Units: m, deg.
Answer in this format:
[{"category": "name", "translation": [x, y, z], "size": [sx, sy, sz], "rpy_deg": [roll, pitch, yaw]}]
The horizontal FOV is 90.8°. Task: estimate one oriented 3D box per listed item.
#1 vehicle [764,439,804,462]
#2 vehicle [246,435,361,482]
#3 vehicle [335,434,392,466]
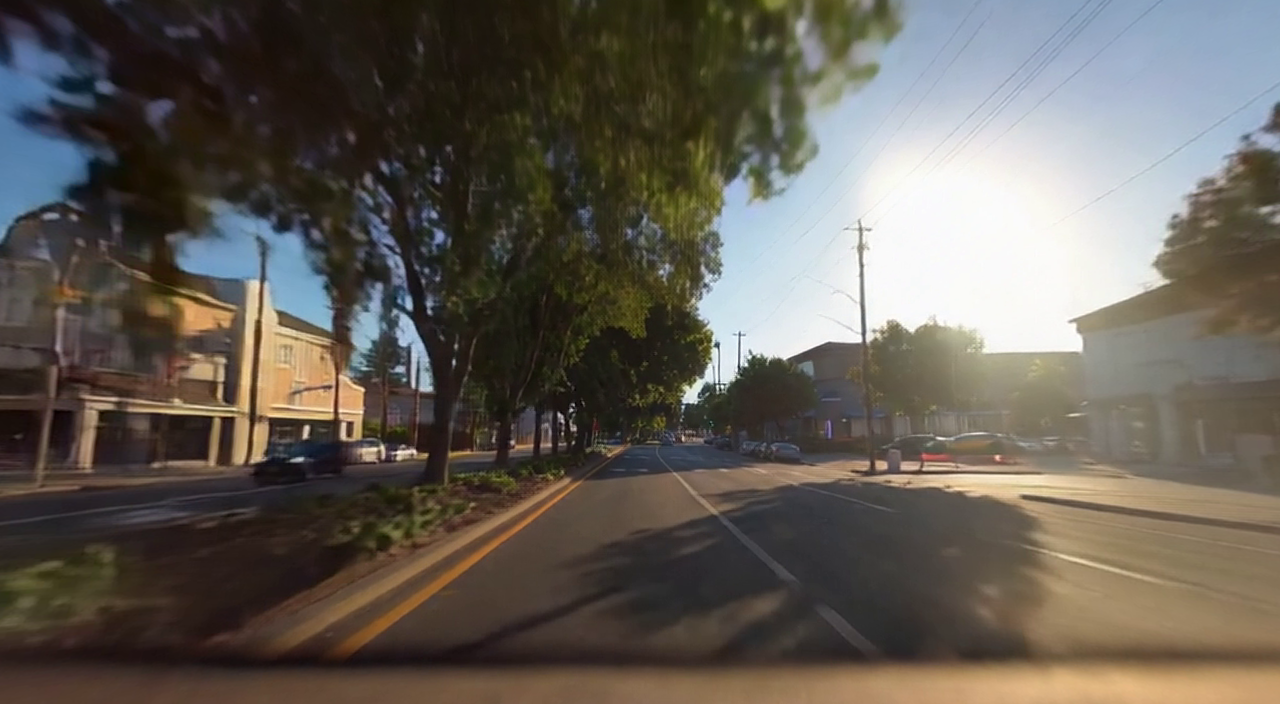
[{"category": "vehicle", "translation": [10.168, 6.981, 44.910], "size": [1.901, 1.586, 3.903], "rpy_deg": [0, -9, 0]}, {"category": "vehicle", "translation": [-12.868, 4.089, 24.520], "size": [2.027, 1.647, 4.385], "rpy_deg": [0, -9, 0]}, {"category": "vehicle", "translation": [-19.367, 6.908, 44.468], "size": [1.954, 2.000, 4.687], "rpy_deg": [-2, -9, 0]}]
